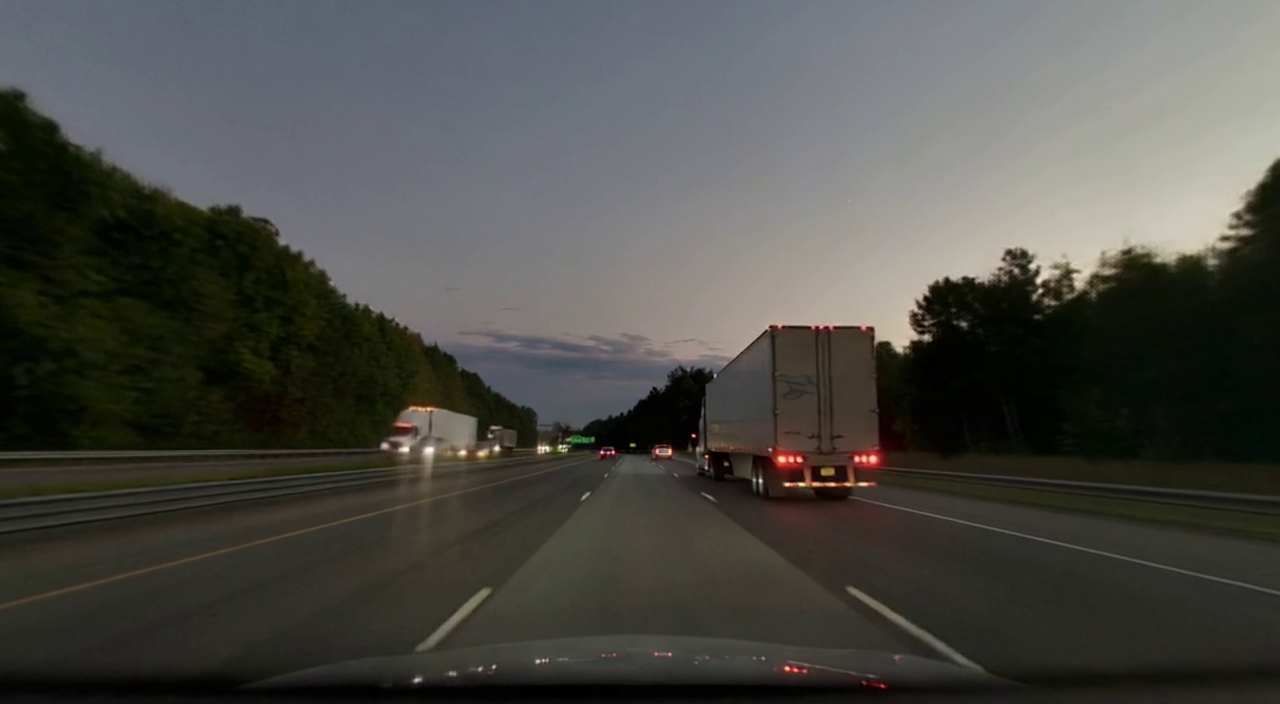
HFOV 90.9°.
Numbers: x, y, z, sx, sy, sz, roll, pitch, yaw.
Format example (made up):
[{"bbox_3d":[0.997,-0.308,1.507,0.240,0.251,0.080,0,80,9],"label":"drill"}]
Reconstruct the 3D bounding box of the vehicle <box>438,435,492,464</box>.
[{"bbox_3d":[-11.045,6.248,40.226,2.080,1.730,4.801,0,-9,0],"label":"vehicle"}]

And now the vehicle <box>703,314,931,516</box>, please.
[{"bbox_3d":[4.157,2.253,19.193,2.950,4.033,13.276,0,-9,-1],"label":"vehicle"}]

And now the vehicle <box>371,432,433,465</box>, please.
[{"bbox_3d":[-15.225,6.227,40.566,2.107,1.976,4.747,0,-9,0],"label":"vehicle"}]
